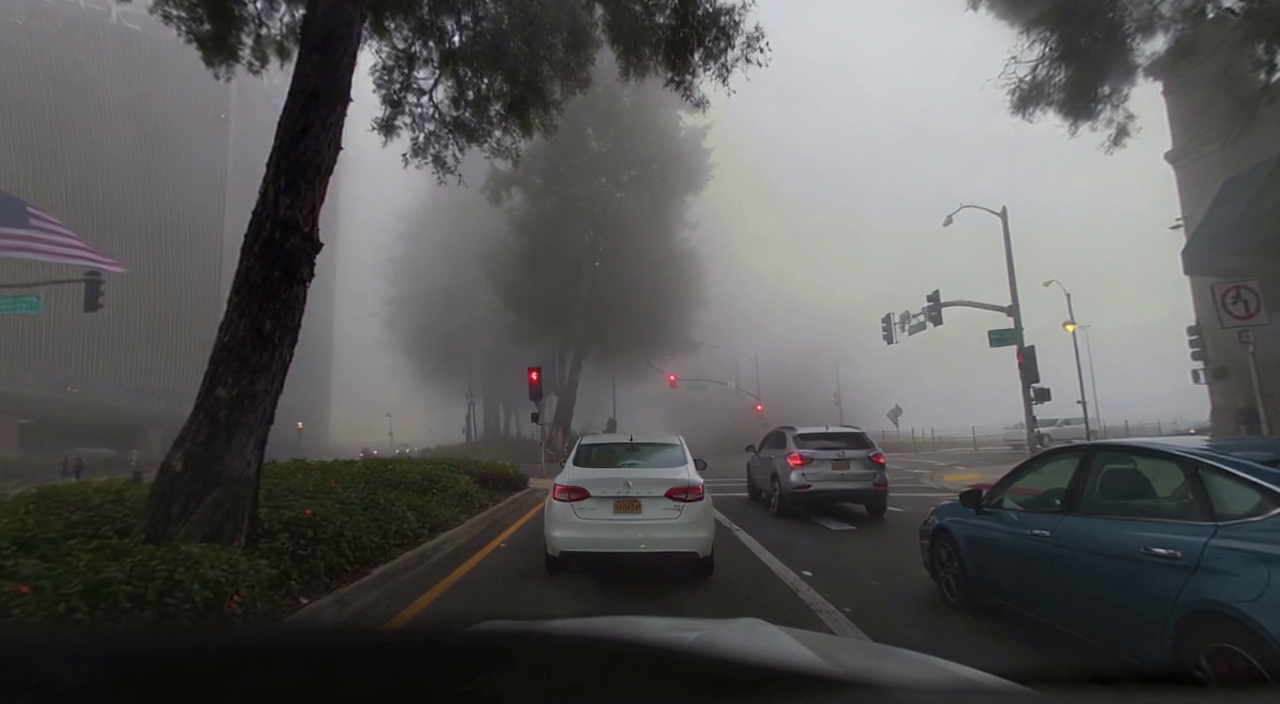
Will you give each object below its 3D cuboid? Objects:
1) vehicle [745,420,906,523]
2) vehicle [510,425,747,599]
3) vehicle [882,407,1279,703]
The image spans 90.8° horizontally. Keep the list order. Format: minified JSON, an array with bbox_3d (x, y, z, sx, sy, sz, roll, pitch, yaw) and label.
[{"bbox_3d":[3.539,2.381,13.108,1.978,1.738,4.599,0,-8,1],"label":"vehicle"},{"bbox_3d":[-0.116,1.699,7.546,2.096,1.521,3.747,0,-8,0],"label":"vehicle"},{"bbox_3d":[3.374,1.203,4.148,1.833,1.465,4.258,0,-8,-1],"label":"vehicle"}]
